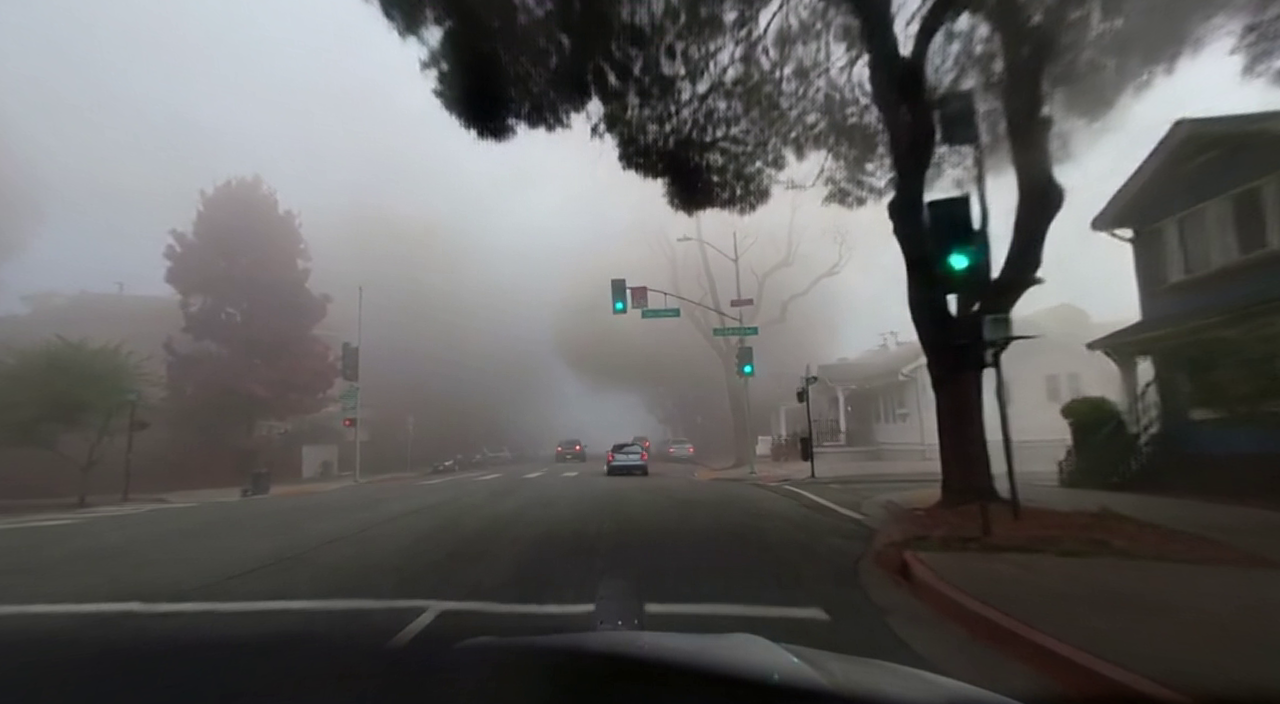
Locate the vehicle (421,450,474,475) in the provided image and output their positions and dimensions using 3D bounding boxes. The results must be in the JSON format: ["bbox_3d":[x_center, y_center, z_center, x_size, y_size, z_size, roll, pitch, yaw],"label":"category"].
[{"bbox_3d":[-12.233,7.020,40.306,1.913,1.475,4.372,0,-8,1],"label":"vehicle"}]

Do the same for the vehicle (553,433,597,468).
[{"bbox_3d":[-3.627,5.566,35.747,1.983,1.841,4.013,0,-8,1],"label":"vehicle"}]

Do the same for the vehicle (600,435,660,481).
[{"bbox_3d":[-0.352,3.828,23.011,1.998,1.518,4.015,0,-8,-1],"label":"vehicle"}]

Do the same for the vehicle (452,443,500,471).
[{"bbox_3d":[-12.358,7.928,47.842,2.109,1.941,6.025,0,-8,-1],"label":"vehicle"}]

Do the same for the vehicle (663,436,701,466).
[{"bbox_3d":[2.538,6.060,38.717,1.969,1.725,4.387,0,-8,-1],"label":"vehicle"}]
